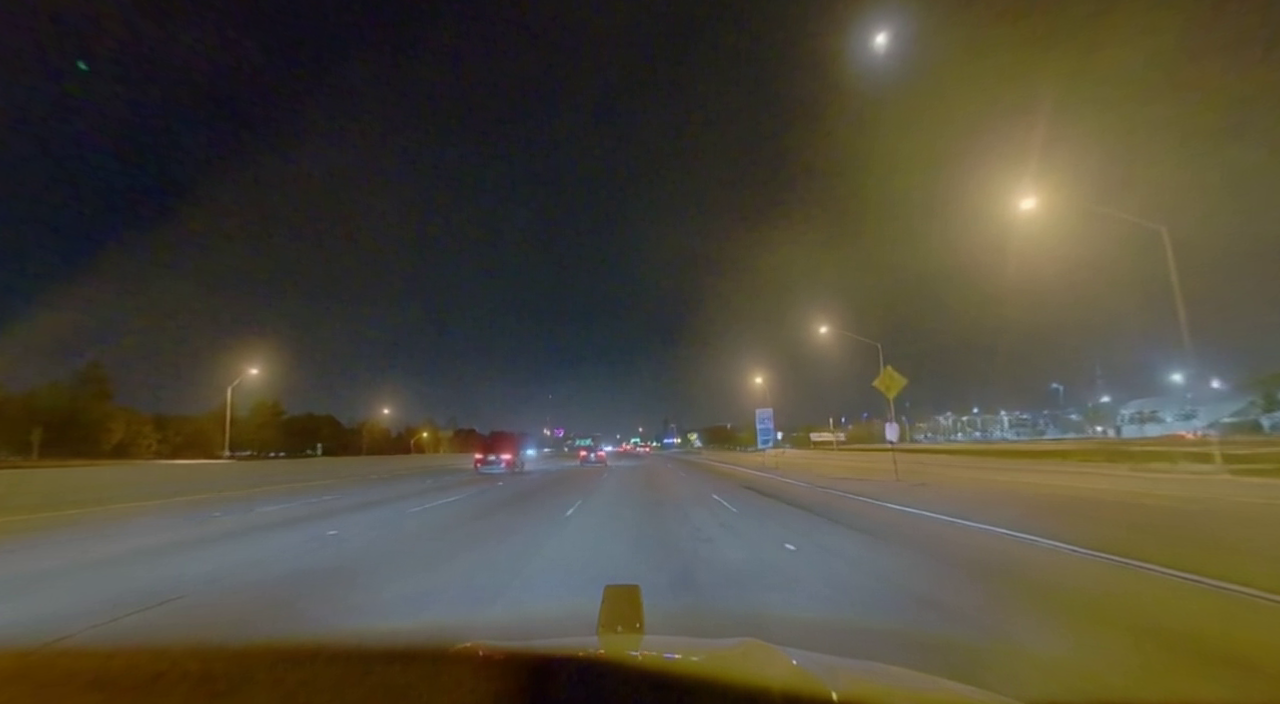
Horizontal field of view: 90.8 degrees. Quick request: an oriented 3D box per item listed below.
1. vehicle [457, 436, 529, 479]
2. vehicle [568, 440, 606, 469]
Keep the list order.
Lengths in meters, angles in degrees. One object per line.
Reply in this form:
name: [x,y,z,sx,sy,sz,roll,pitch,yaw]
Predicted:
vehicle: [-6.495,4.708,28.485,2.015,1.762,4.790,0,-8,1]
vehicle: [-3.283,6.457,40.167,2.027,1.697,4.307,0,-8,0]
